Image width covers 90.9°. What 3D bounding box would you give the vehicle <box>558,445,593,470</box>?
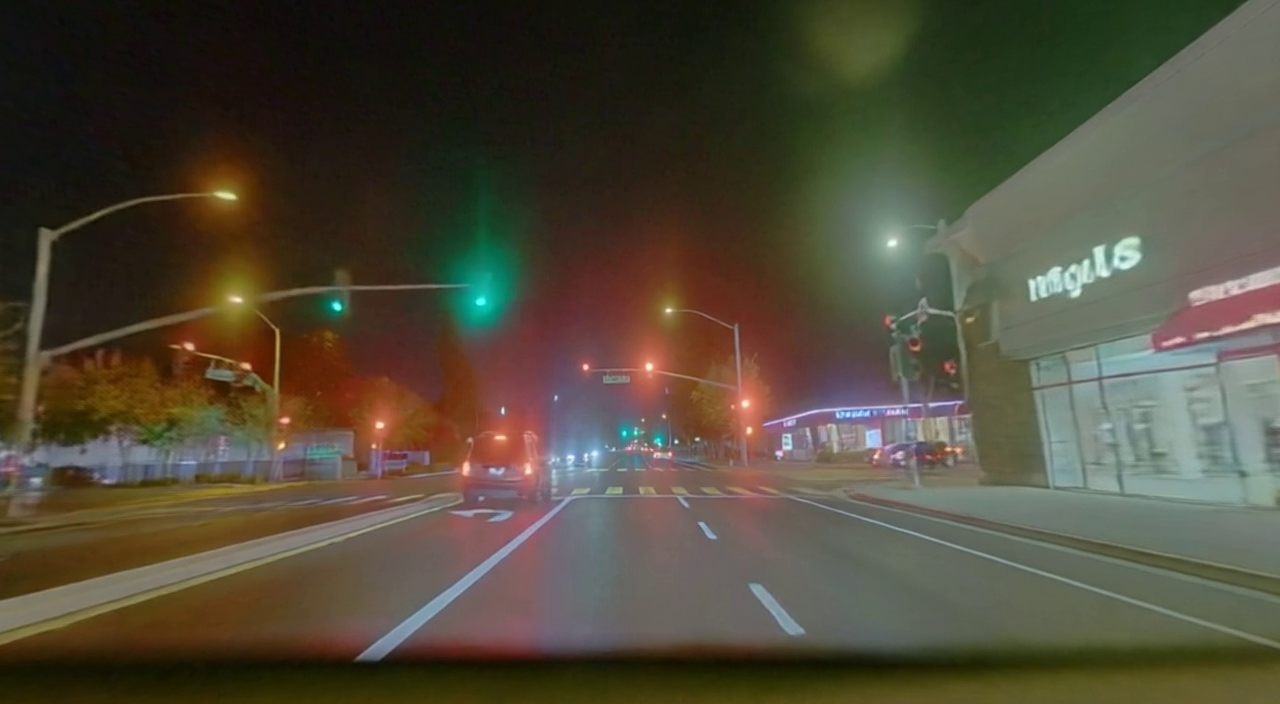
[{"bbox_3d":[-4.755,7.816,46.799,2.070,1.481,4.266,-5,-7,0],"label":"vehicle"}]

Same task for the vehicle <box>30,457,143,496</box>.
[{"bbox_3d":[-31.902,7.160,36.440,4.582,1.785,2.262,-4,-7,3],"label":"vehicle"}]

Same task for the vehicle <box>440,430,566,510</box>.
[{"bbox_3d":[-3.346,2.984,16.430,2.250,1.791,4.300,0,-8,1],"label":"vehicle"}]

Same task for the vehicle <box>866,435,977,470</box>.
[{"bbox_3d":[14.174,5.067,31.933,4.634,1.449,1.936,-3,-7,-1],"label":"vehicle"}]
